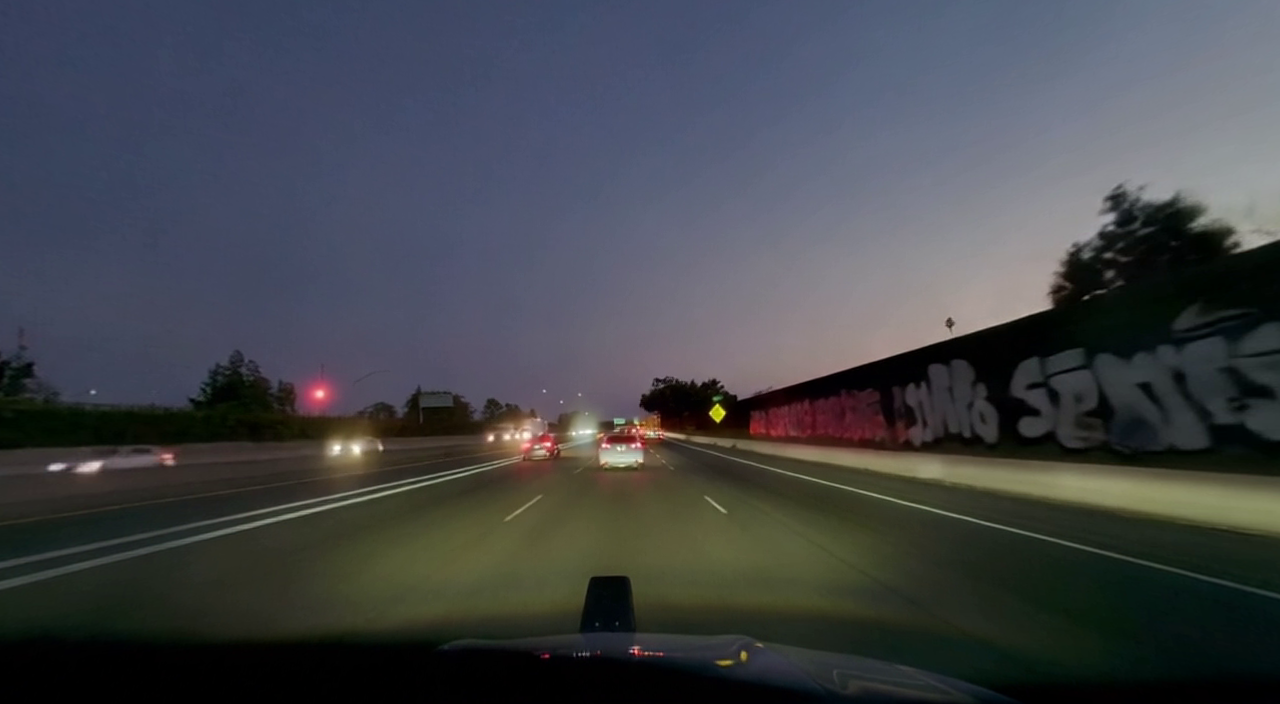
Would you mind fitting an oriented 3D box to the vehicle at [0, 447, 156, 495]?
[{"bbox_3d":[-20.452,4.253,22.990,1.933,1.478,4.620,0,-8,-1],"label":"vehicle"}]

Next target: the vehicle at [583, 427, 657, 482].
[{"bbox_3d":[-0.582,3.073,19.190,2.044,1.477,3.693,0,-8,-1],"label":"vehicle"}]

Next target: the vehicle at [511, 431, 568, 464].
[{"bbox_3d":[-4.787,4.601,30.547,2.022,1.440,4.491,0,-8,0],"label":"vehicle"}]

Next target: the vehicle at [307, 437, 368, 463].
[{"bbox_3d":[-20.584,6.684,43.106,2.012,1.661,4.358,0,-8,-1],"label":"vehicle"}]
